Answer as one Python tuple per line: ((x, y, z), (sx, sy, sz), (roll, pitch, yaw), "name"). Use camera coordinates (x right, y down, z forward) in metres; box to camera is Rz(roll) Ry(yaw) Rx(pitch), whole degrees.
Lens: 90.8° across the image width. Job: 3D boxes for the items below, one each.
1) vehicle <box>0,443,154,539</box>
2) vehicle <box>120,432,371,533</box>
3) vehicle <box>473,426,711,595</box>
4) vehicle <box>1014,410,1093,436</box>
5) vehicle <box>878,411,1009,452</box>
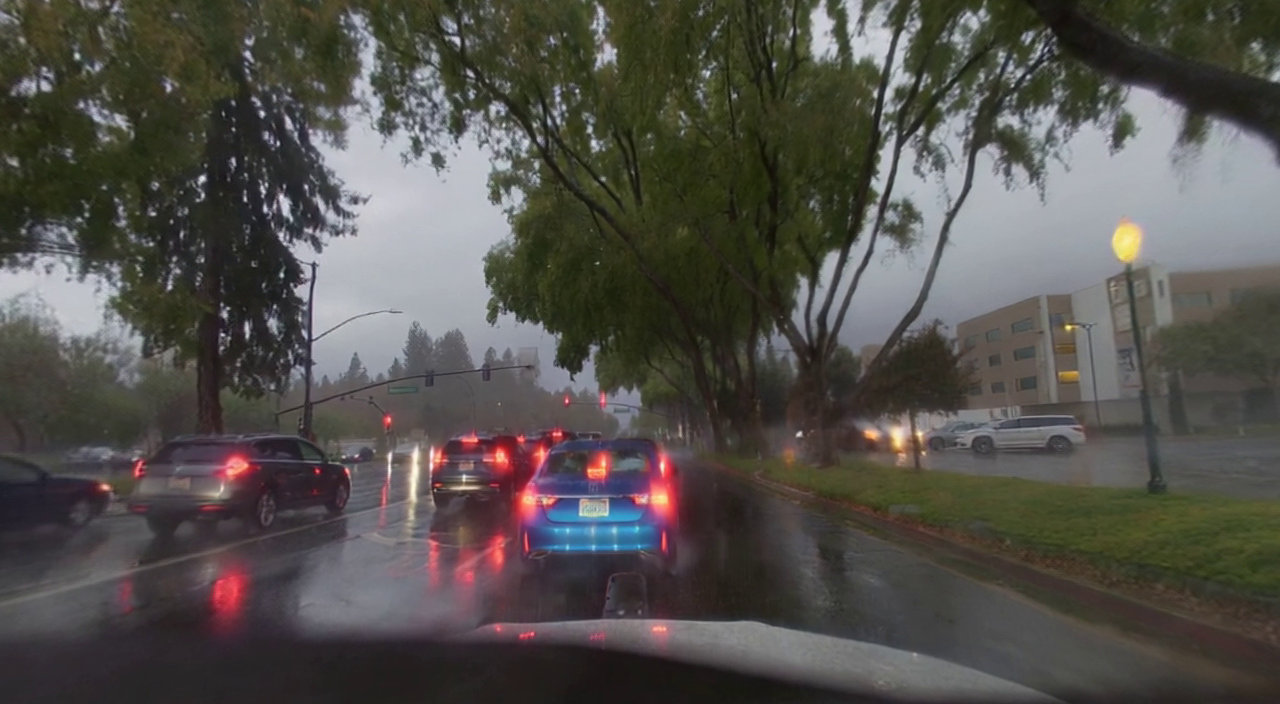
((-10.817, 2.246, 10.435), (2.039, 1.447, 4.496), (0, -9, -1), "vehicle")
((-7.274, 2.432, 12.350), (2.096, 1.593, 4.288), (0, -9, 1), "vehicle")
((-0.416, 1.710, 7.634), (2.104, 1.472, 3.946), (0, -9, 0), "vehicle")
((30.273, 5.261, 46.436), (4.627, 1.671, 1.929), (-5, -10, 28), "vehicle")
((13.930, 3.703, 29.229), (4.975, 1.809, 1.956), (0, -9, 1), "vehicle")
